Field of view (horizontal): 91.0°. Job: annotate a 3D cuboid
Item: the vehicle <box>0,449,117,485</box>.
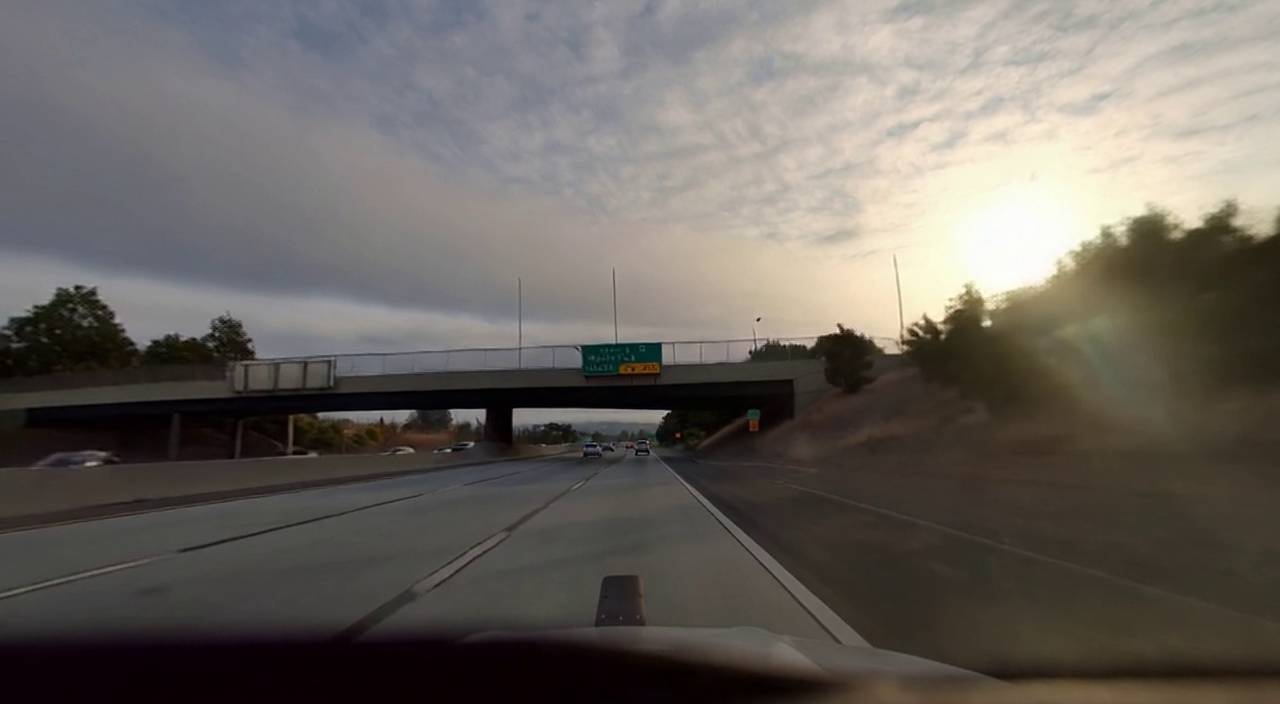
[{"bbox_3d":[-28.900,5.628,31.182,1.912,1.552,4.718,0,-8,1],"label":"vehicle"}]
